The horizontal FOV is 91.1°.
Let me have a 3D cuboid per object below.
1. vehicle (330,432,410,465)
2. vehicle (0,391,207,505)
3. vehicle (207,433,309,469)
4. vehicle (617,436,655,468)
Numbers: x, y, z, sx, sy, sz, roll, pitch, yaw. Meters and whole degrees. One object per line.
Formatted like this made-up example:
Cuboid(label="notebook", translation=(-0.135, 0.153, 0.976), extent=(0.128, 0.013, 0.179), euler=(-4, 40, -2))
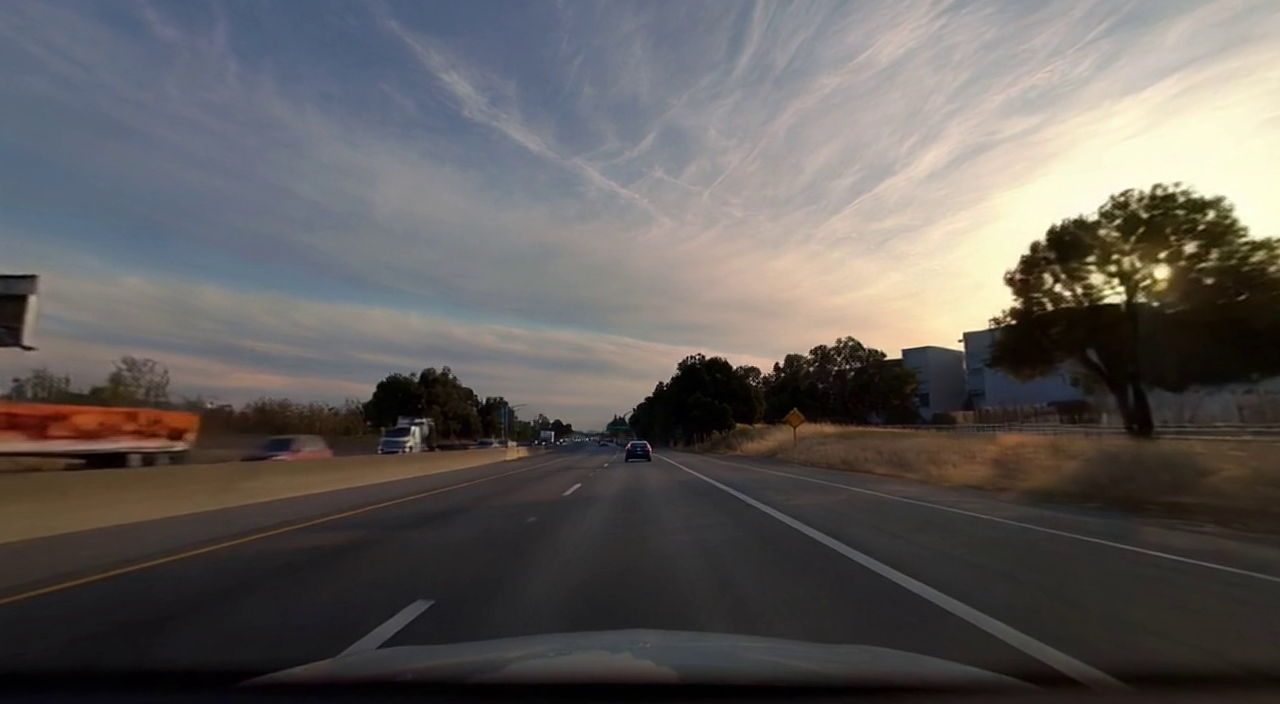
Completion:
Cuboid(label="vehicle", translation=(-17.725, 6.375, 41.671), extent=(2.609, 2.002, 6.224), euler=(0, -8, -1))
Cuboid(label="vehicle", translation=(-17.352, 2.174, 14.093), extent=(2.980, 2.800, 17.319), euler=(0, -8, 1))
Cuboid(label="vehicle", translation=(-22.302, 5.828, 37.034), extent=(2.308, 1.924, 5.804), euler=(0, -8, 0))
Cuboid(label="vehicle", translation=(-0.278, 5.714, 36.038), extent=(2.029, 1.666, 4.064), euler=(0, -8, -2))
